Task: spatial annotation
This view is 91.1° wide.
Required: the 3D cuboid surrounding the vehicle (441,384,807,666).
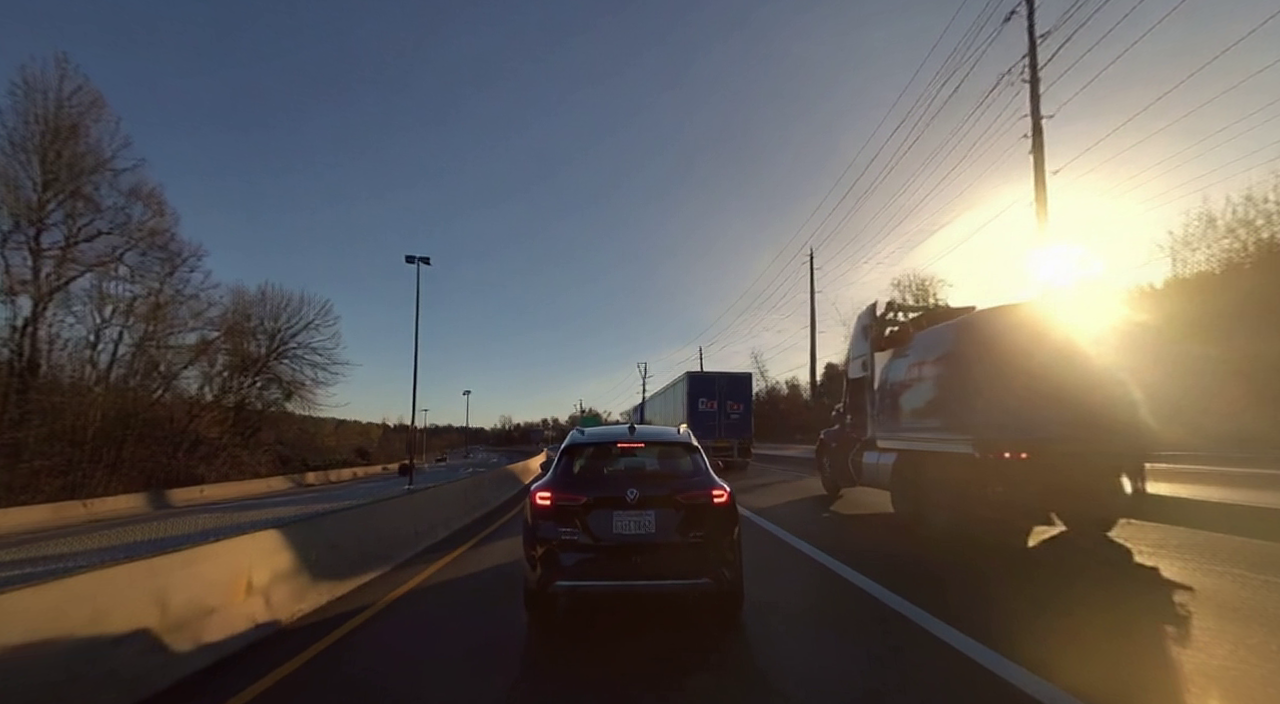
[{"bbox_3d":[-0.133,1.235,5.582,2.062,1.581,3.914,0,-8,-1],"label":"vehicle"}]
